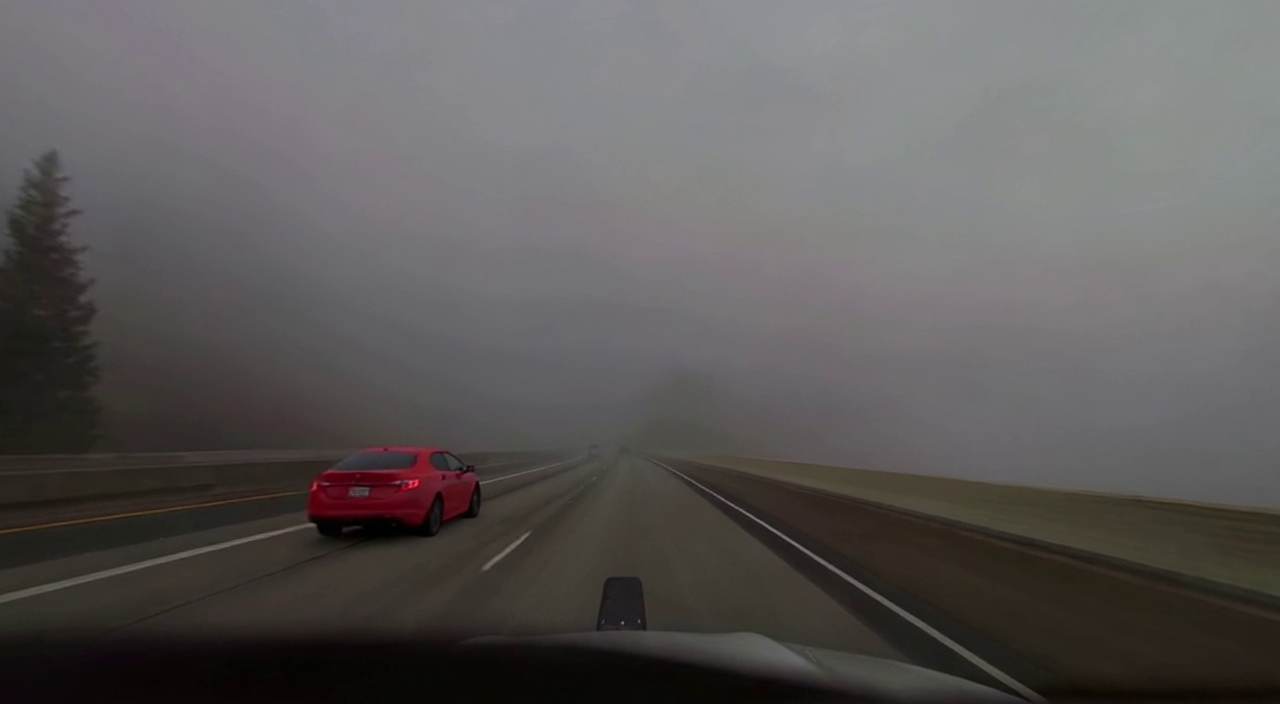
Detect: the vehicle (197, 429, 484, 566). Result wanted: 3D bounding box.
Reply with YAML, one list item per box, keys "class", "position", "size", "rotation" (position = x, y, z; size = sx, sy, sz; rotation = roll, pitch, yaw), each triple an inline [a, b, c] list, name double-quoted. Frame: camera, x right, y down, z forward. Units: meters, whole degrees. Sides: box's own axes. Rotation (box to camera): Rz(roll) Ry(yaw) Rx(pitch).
- class: "vehicle"
  position: [-3.949, 1.994, 9.434]
  size: [2.017, 1.522, 4.569]
  rotation: [0, -9, 0]
